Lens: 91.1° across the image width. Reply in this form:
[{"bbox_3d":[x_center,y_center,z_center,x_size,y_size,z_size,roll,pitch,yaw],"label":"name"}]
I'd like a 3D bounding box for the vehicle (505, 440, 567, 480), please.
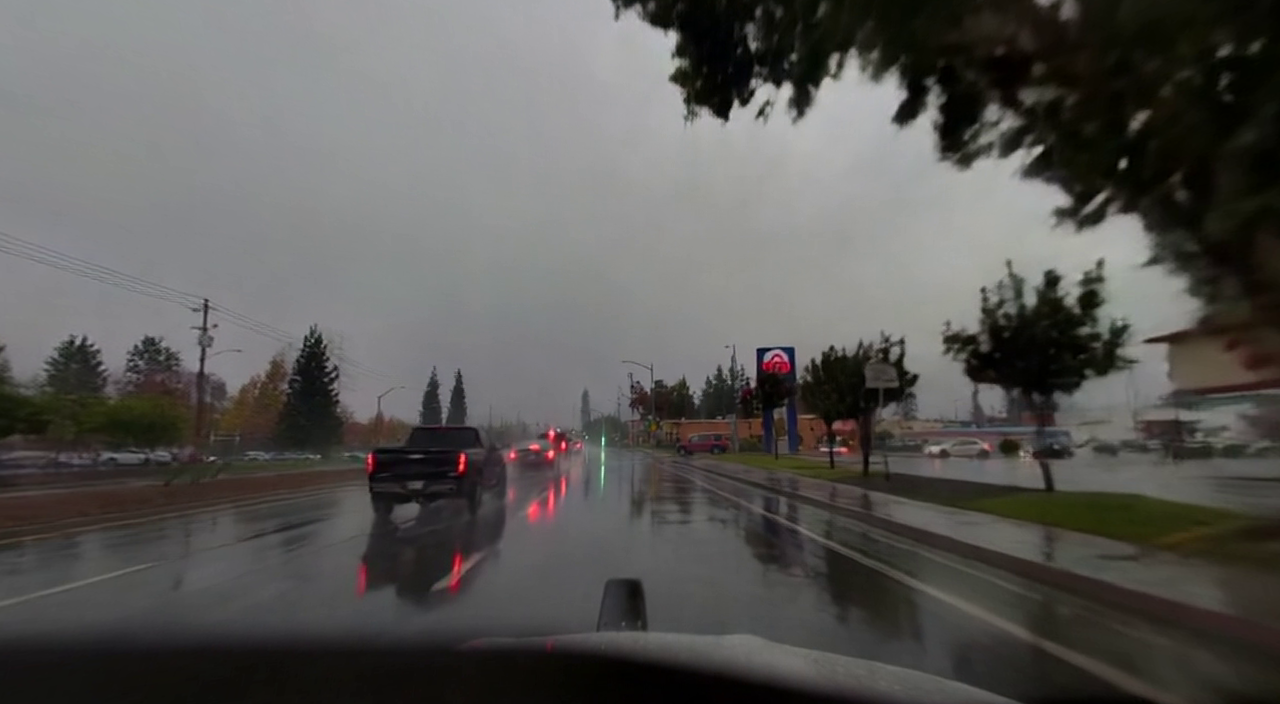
[{"bbox_3d":[-4.051,4.254,25.099,2.113,1.446,4.309,1,-8,-5],"label":"vehicle"}]

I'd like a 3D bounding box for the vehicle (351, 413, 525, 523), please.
[{"bbox_3d":[-4.004,2.396,13.573,2.222,1.899,5.006,0,-8,-2],"label":"vehicle"}]
